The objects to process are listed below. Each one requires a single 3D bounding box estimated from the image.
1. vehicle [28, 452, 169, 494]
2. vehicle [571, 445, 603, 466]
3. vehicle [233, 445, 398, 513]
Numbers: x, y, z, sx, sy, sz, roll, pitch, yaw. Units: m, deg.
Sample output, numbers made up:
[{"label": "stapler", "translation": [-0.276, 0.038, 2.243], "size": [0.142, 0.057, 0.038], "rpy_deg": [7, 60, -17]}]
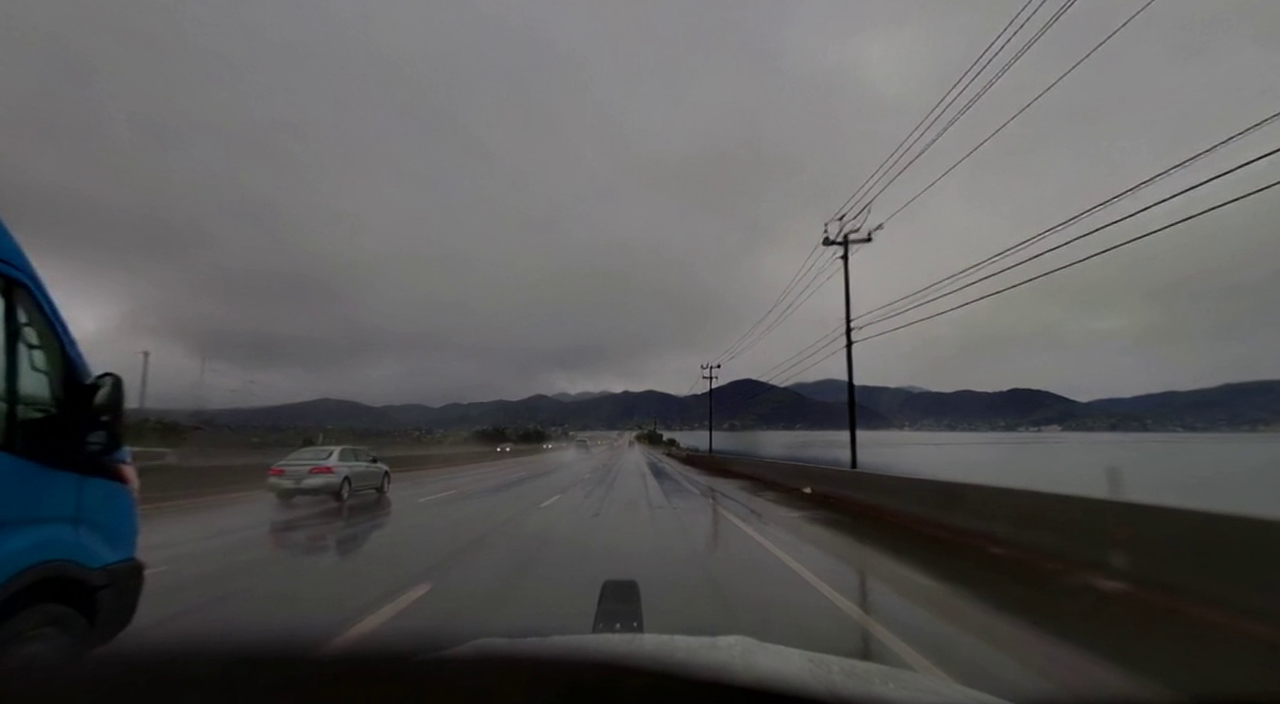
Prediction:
[{"label": "vehicle", "translation": [-21.524, 4.802, 25.386], "size": [1.933, 1.471, 4.226], "rpy_deg": [0, -9, -1]}, {"label": "vehicle", "translation": [-3.993, 7.862, 48.266], "size": [2.097, 1.514, 4.209], "rpy_deg": [0, -9, -1]}, {"label": "vehicle", "translation": [-8.001, 3.137, 16.168], "size": [1.847, 1.456, 4.471], "rpy_deg": [0, -9, 0]}]
